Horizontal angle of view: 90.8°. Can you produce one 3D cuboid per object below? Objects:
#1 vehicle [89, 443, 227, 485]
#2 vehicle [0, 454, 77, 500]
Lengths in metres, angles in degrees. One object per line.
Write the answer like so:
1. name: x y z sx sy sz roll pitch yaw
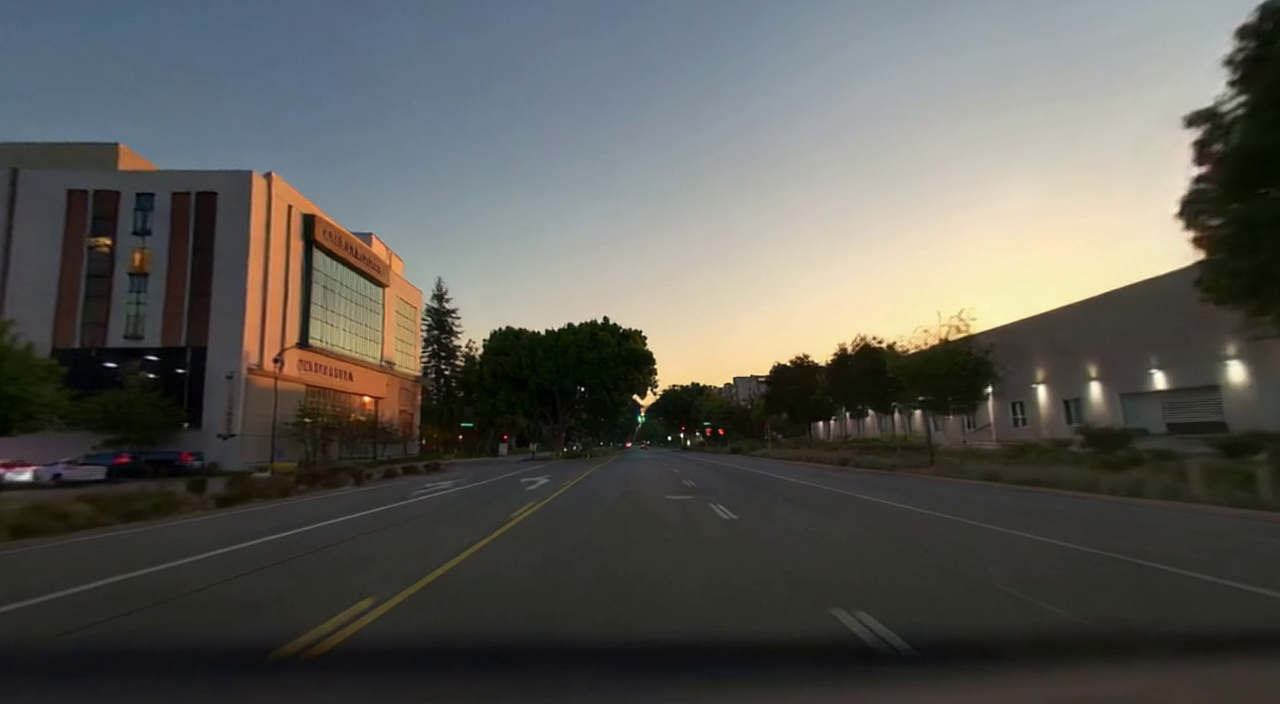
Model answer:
1. vehicle: -29.657 6.965 39.080 6.271 2.087 2.748 -3 -12 1
2. vehicle: -31.583 6.183 31.601 2.489 2.000 5.729 1 -8 -12
